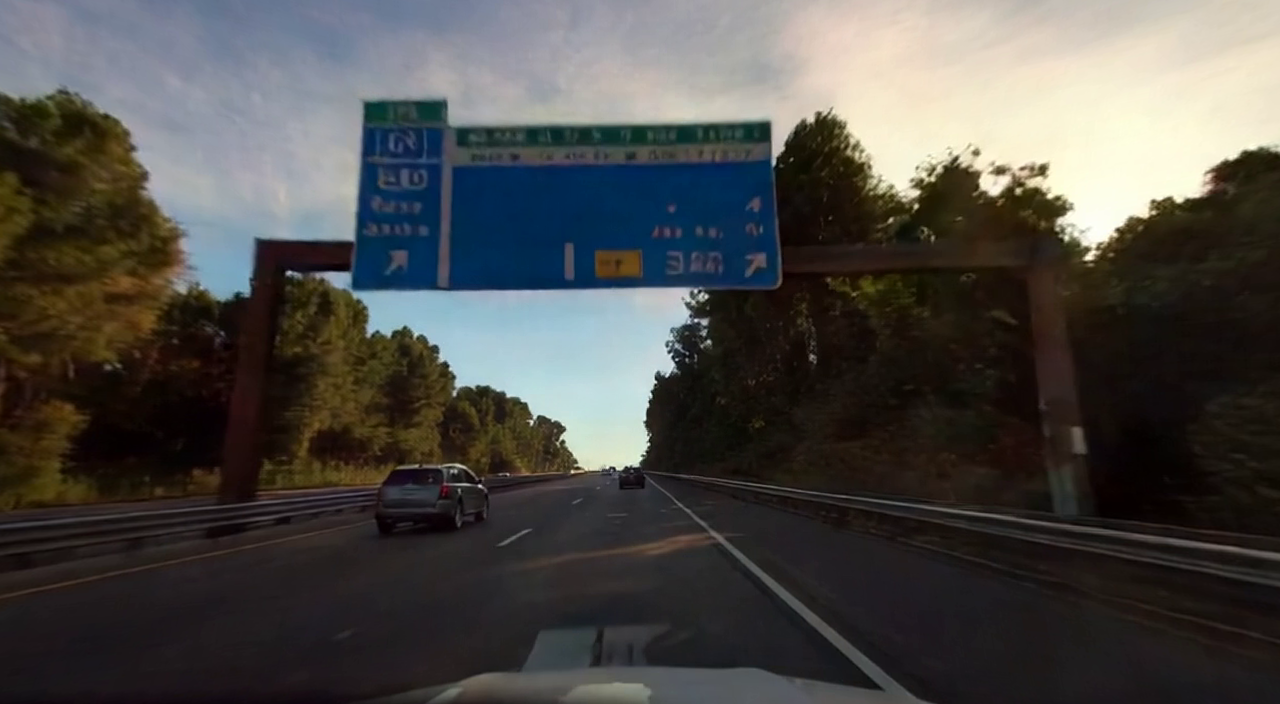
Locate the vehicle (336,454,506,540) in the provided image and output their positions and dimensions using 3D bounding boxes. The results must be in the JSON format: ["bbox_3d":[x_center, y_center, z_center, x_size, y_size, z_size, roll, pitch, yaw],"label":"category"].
[{"bbox_3d":[-4.377,2.999,13.467,2.003,1.479,4.363,1,-11,0],"label":"vehicle"}]
